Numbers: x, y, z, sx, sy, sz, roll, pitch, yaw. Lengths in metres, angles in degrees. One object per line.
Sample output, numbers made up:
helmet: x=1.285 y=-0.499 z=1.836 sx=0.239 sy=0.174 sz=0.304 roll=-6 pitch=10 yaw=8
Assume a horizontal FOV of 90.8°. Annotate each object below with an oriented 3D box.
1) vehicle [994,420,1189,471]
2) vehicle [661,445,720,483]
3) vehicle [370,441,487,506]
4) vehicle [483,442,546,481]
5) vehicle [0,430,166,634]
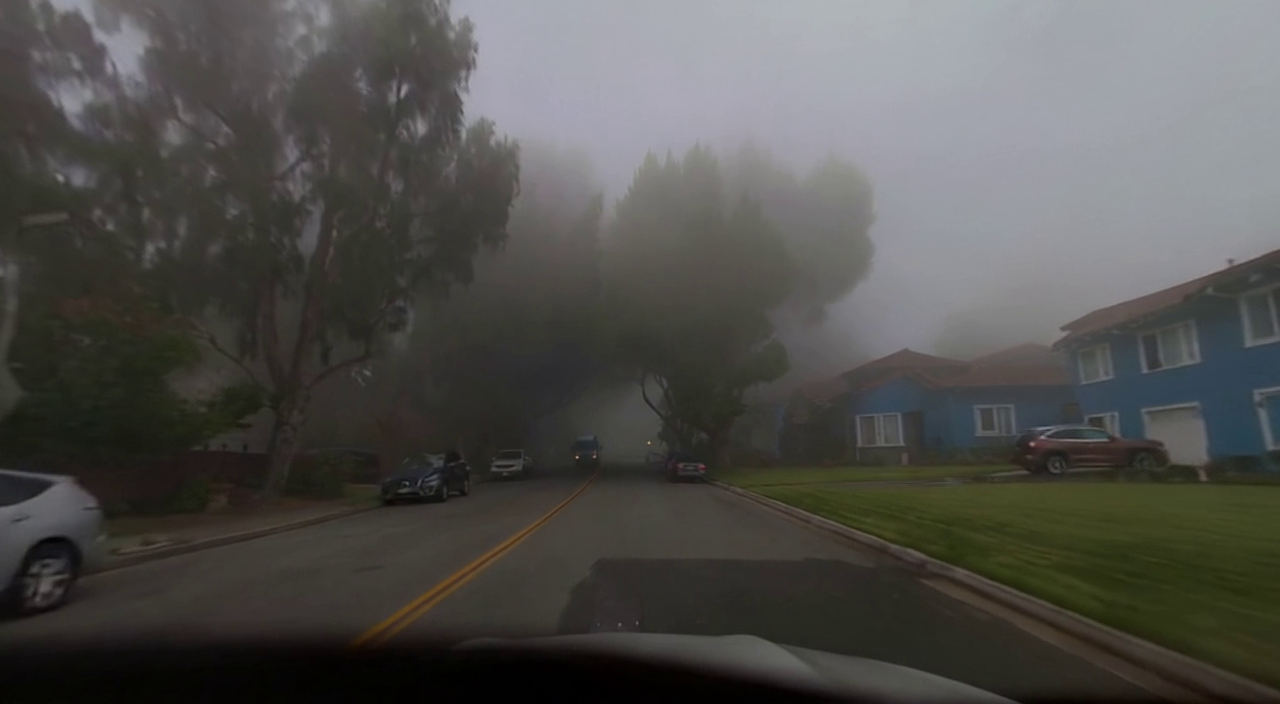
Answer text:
vehicle: x=13.632 y=2.864 z=19.398 sx=4.370 sy=1.433 sz=1.889 roll=-2 pitch=-8 yaw=13
vehicle: x=2.123 y=4.868 z=27.789 sx=1.996 sy=1.516 sz=4.122 roll=0 pitch=-8 yaw=-4
vehicle: x=-6.208 y=3.584 z=19.146 sx=2.033 sy=1.721 sz=4.328 roll=0 pitch=-8 yaw=0
vehicle: x=-6.579 y=5.779 z=33.855 sx=2.265 sy=1.876 sz=5.371 roll=0 pitch=-8 yaw=0
vehicle: x=-6.296 y=1.435 z=4.841 sx=2.031 sy=1.662 sz=4.194 roll=0 pitch=-8 yaw=0
